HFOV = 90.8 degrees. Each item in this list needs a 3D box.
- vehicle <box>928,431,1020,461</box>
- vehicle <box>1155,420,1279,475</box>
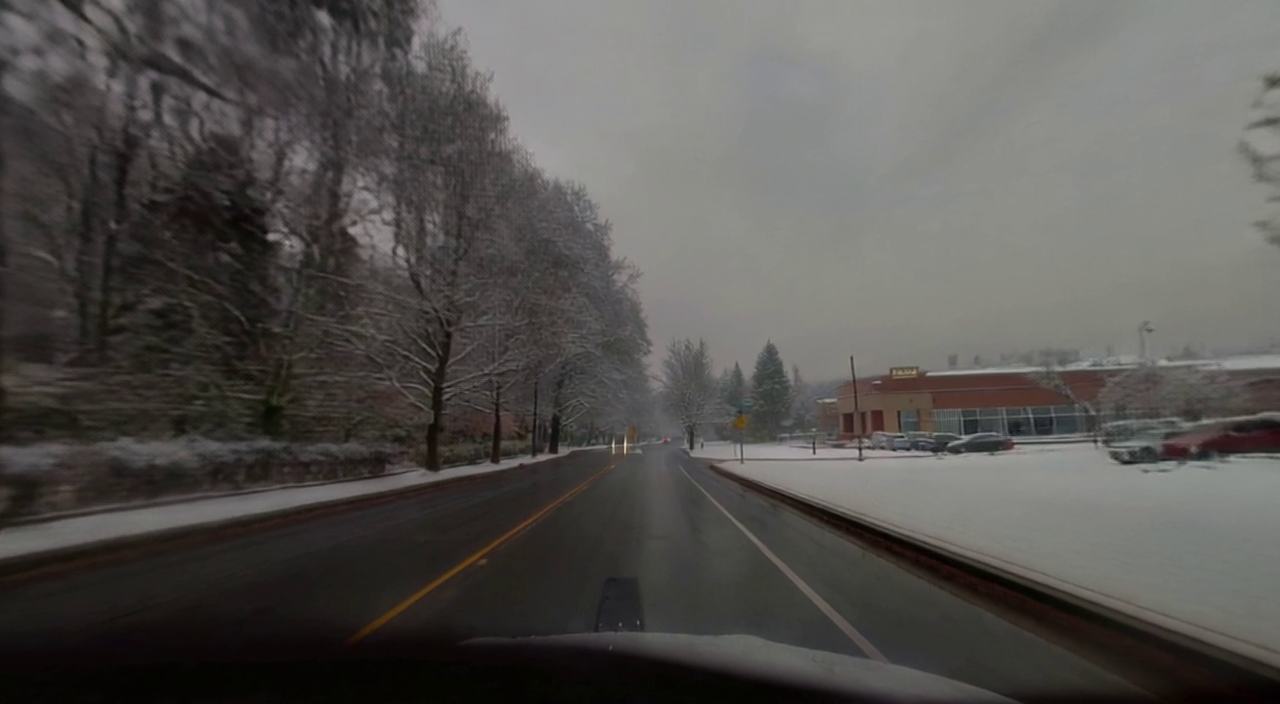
[{"bbox_3d":[18.661,5.272,35.354,4.134,1.580,1.952,1,-8,-11],"label":"vehicle"},{"bbox_3d":[20.521,3.207,21.436,4.293,1.473,1.843,-5,-8,1],"label":"vehicle"}]
